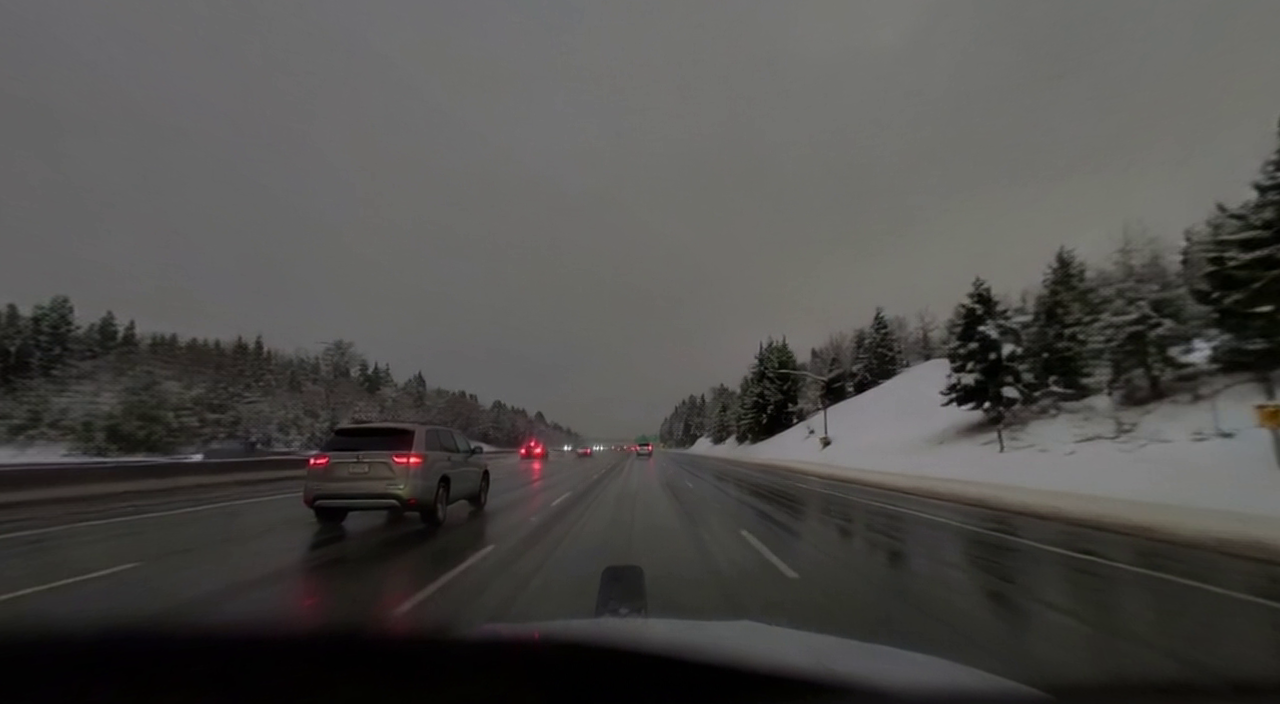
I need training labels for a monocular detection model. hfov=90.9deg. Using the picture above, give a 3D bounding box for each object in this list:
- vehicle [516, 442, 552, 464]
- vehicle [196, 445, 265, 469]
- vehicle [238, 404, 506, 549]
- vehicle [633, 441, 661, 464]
[{"bbox_3d":[-7.757,7.451,46.512,1.871,1.542,4.371,0,-9,0],"label":"vehicle"},{"bbox_3d":[-25.638,6.582,39.642,1.806,1.440,3.790,0,-9,0],"label":"vehicle"},{"bbox_3d":[-3.775,1.864,10.022,2.214,1.759,4.435,0,-9,1],"label":"vehicle"},{"bbox_3d":[0.499,7.525,47.347,2.023,1.589,4.030,0,-9,0],"label":"vehicle"}]
